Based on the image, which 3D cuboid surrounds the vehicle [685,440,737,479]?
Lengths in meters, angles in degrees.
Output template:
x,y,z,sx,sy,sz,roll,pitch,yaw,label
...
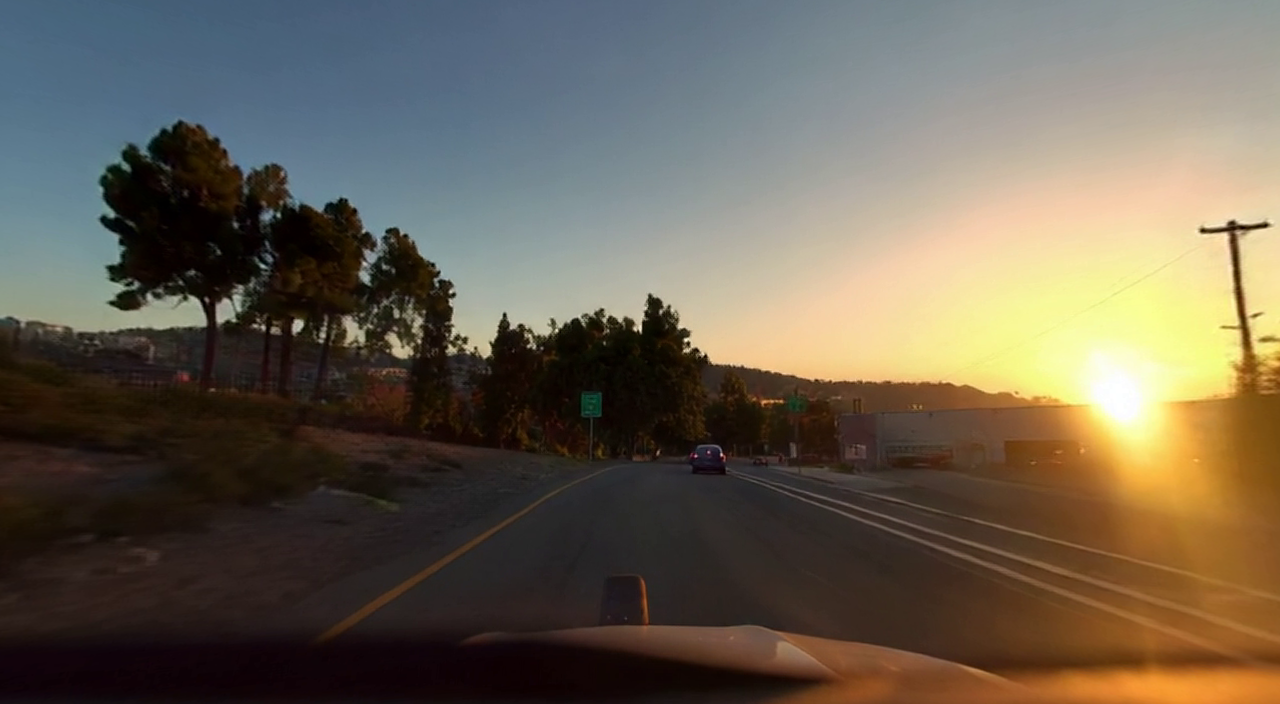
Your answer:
x,y,z,sx,sy,sz,roll,pitch,yaw,label
3.037,4.701,27.922,1.956,1.473,4.640,0,-7,2,vehicle
